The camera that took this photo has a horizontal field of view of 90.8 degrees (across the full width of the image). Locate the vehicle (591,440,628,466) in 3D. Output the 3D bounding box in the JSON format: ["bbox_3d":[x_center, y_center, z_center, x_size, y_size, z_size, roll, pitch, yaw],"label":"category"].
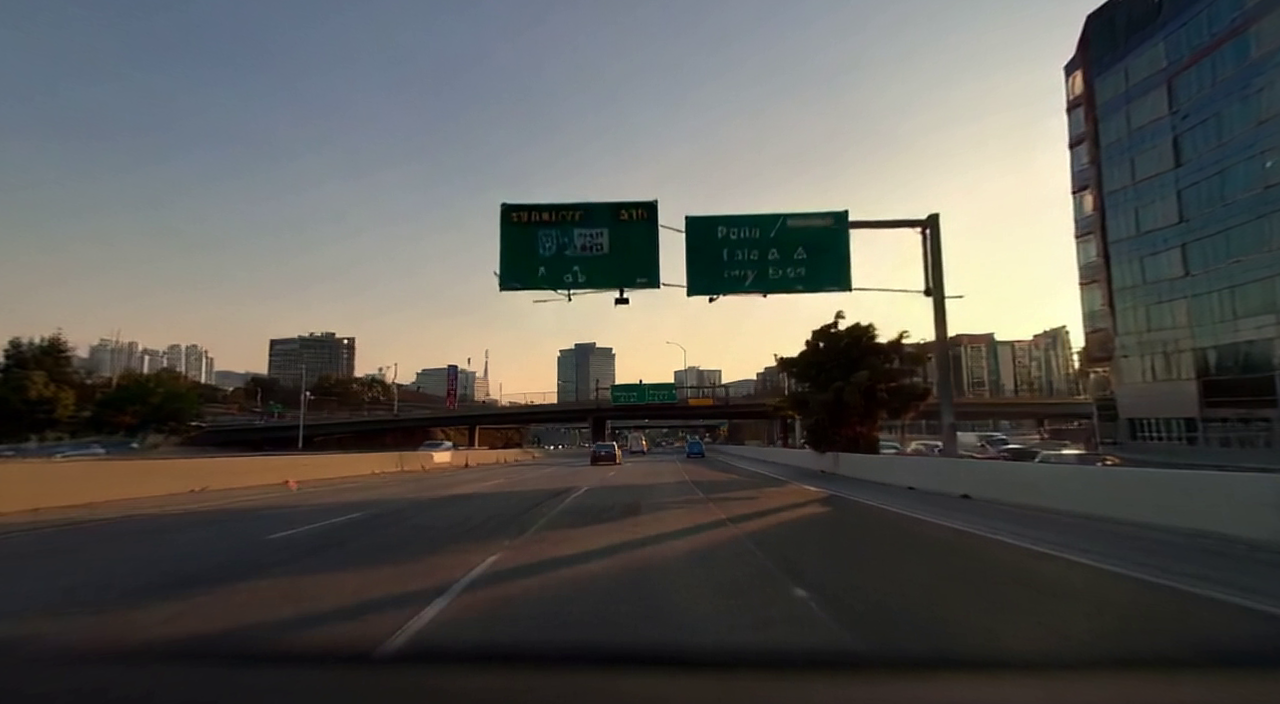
[{"bbox_3d":[-1.863,6.409,40.288,1.982,1.516,4.327,0,-8,2],"label":"vehicle"}]

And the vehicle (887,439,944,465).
[{"bbox_3d":[18.803,6.831,43.351,1.889,1.648,5.173,-1,-8,4],"label":"vehicle"}]

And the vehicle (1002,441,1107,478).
[{"bbox_3d":[18.088,4.695,27.845,1.796,1.470,4.352,0,-8,2],"label":"vehicle"}]

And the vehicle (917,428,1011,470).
[{"bbox_3d":[18.377,5.552,36.267,2.367,2.187,5.862,0,-8,1],"label":"vehicle"}]
